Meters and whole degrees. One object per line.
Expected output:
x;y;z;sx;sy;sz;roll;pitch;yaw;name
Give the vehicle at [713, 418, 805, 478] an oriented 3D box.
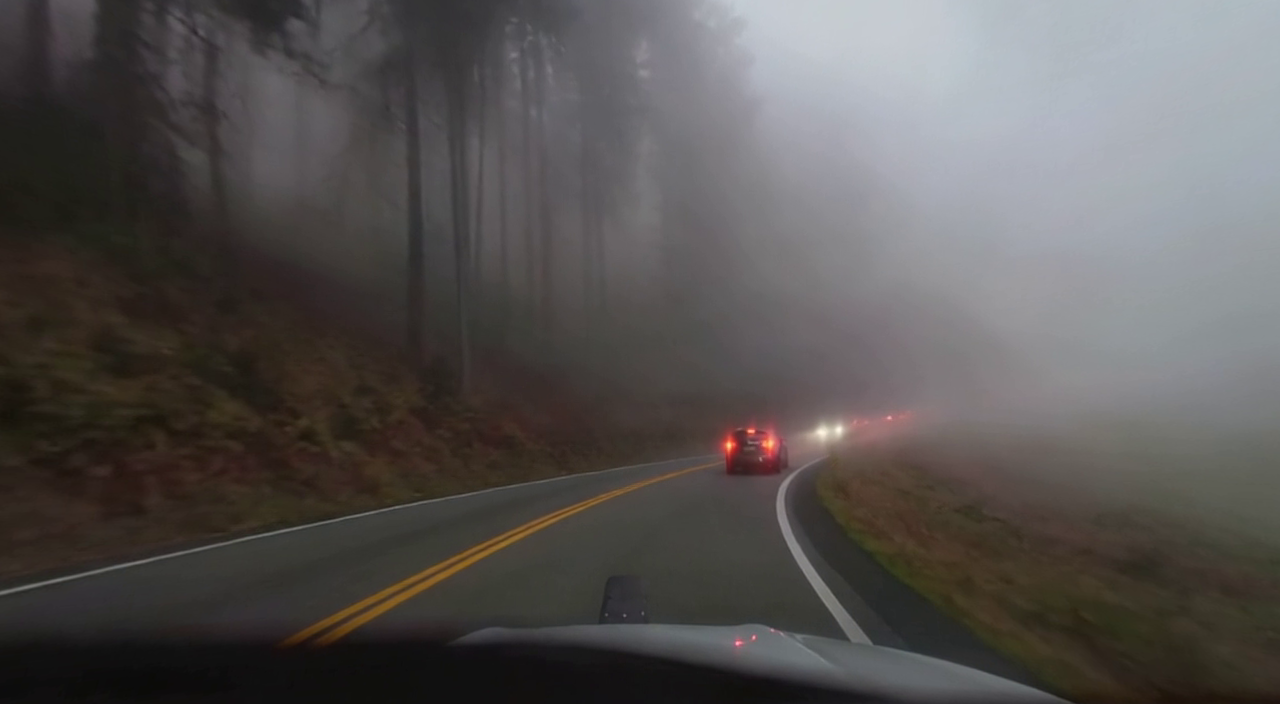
3.733;2.890;19.184;2.274;1.583;4.349;-3;-9;16;vehicle
